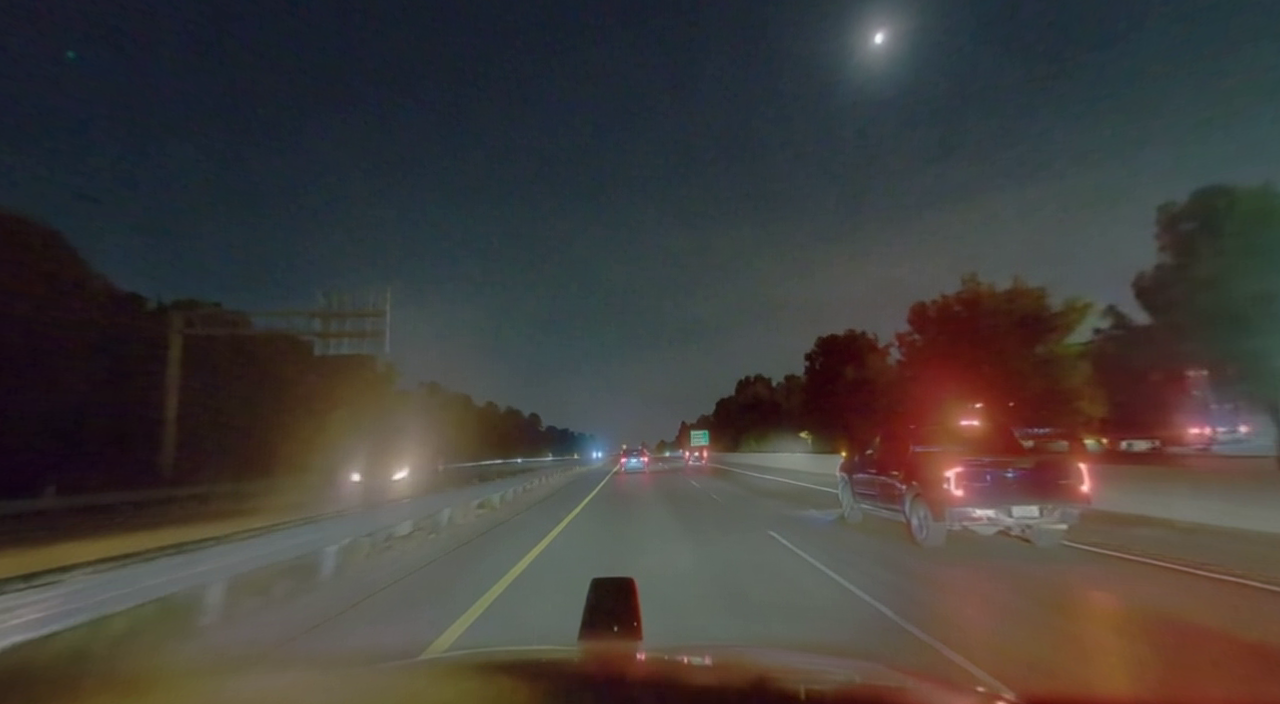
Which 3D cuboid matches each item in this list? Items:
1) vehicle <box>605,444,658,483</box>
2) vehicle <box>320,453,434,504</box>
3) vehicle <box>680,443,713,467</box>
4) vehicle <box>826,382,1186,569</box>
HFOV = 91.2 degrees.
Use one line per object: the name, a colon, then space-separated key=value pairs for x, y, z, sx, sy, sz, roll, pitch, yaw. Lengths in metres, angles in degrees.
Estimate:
vehicle: x=-0.325 y=4.624 z=26.174 sx=2.029 sy=1.483 sz=3.769 roll=0 pitch=-9 yaw=0
vehicle: x=-8.891 y=4.294 z=21.730 sx=1.912 sy=1.532 sz=4.610 roll=-1 pitch=-9 yaw=1
vehicle: x=4.043 y=7.452 z=45.367 sx=1.936 sy=1.589 sz=3.915 roll=0 pitch=-9 yaw=0
vehicle: x=4.588 y=1.674 z=9.090 sx=2.261 sy=1.952 sz=4.784 roll=0 pitch=-9 yaw=0
